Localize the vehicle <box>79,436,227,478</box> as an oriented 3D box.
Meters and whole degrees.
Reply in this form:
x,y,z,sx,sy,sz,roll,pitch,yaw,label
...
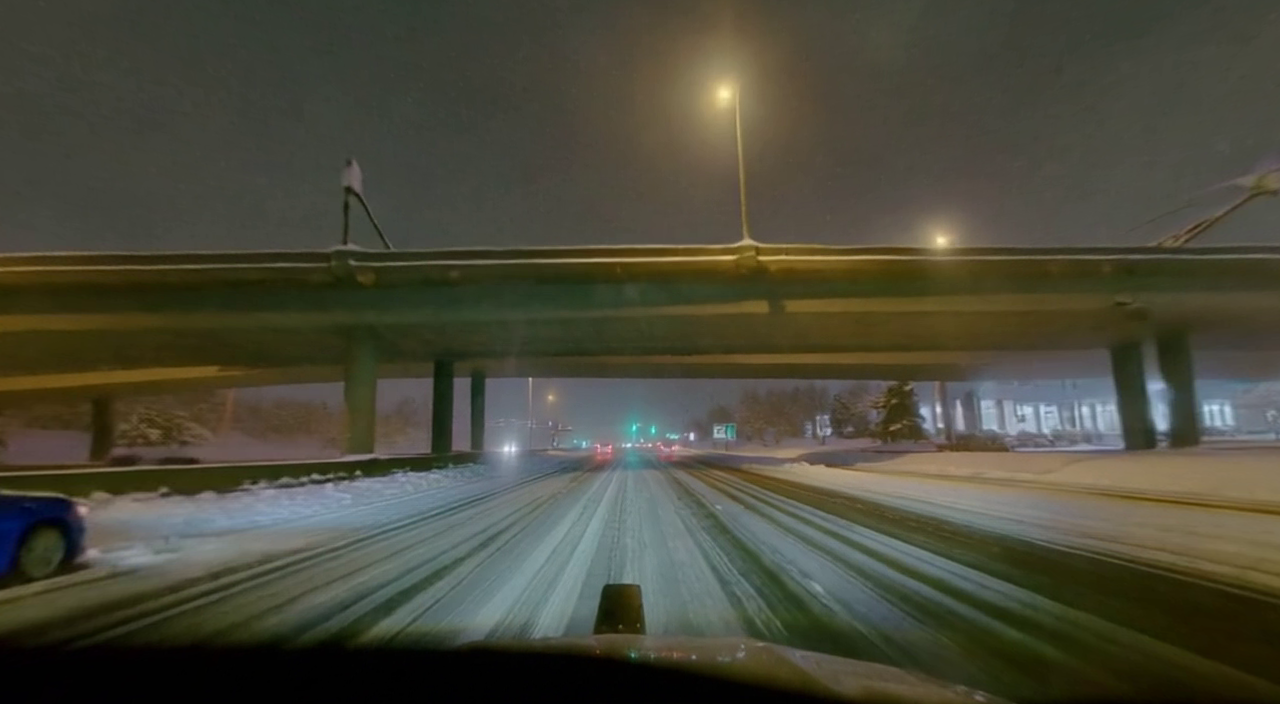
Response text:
x,y,z,sx,sy,sz,roll,pitch,yaw,label
-19.577,4.237,25.730,2.300,1.517,4.605,0,-8,1,vehicle

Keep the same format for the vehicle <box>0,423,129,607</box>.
x,y,z,sx,sy,sz,roll,pitch,yaw,label
-6.374,1.242,4.419,1.990,1.529,4.288,0,-8,0,vehicle
